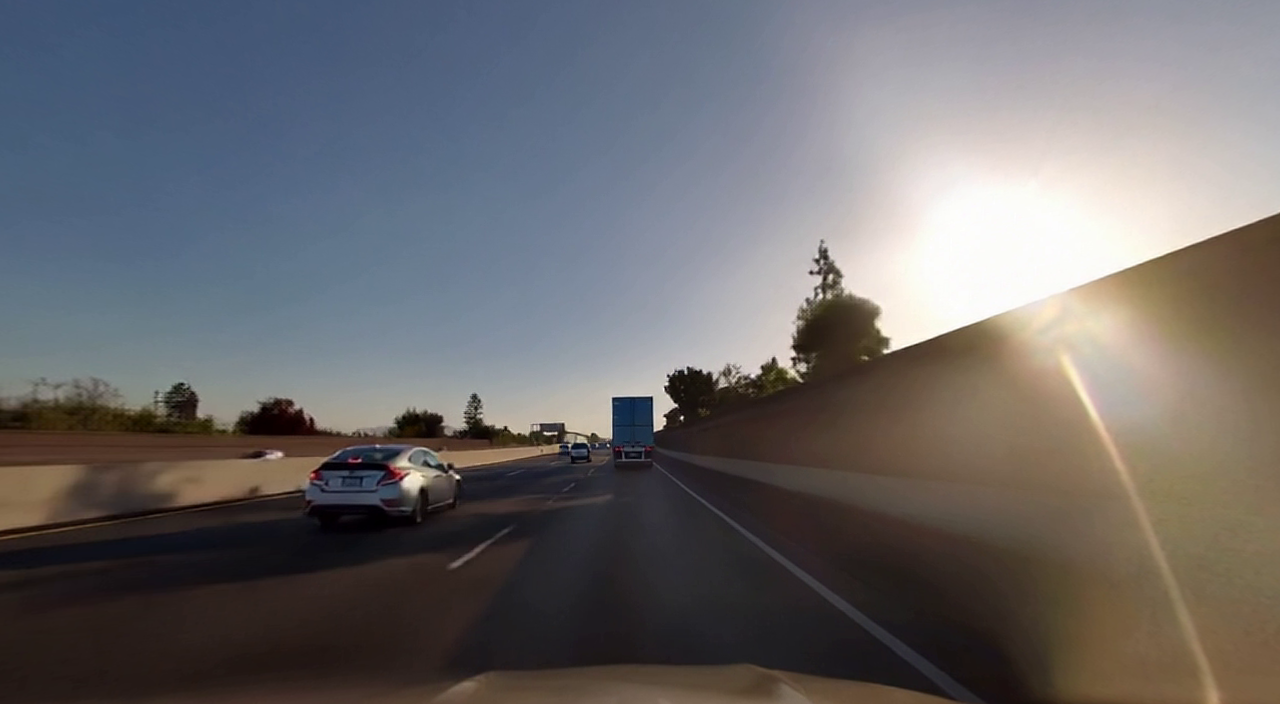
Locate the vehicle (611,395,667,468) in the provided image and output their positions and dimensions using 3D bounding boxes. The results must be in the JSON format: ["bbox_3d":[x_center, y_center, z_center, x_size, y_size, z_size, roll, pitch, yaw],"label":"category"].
[{"bbox_3d":[-0.180,5.285,40.592,3.123,4.094,10.812,0,-9,-1],"label":"vehicle"}]

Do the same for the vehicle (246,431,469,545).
[{"bbox_3d":[-4.284,2.108,10.292,1.895,1.500,3.808,0,-9,0],"label":"vehicle"}]

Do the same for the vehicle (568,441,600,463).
[{"bbox_3d":[-4.149,7.507,46.943,2.006,1.572,4.082,0,-9,0],"label":"vehicle"}]

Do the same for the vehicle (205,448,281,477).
[{"bbox_3d":[-24.554,6.827,38.969,1.872,1.634,4.410,0,-9,0],"label":"vehicle"}]
